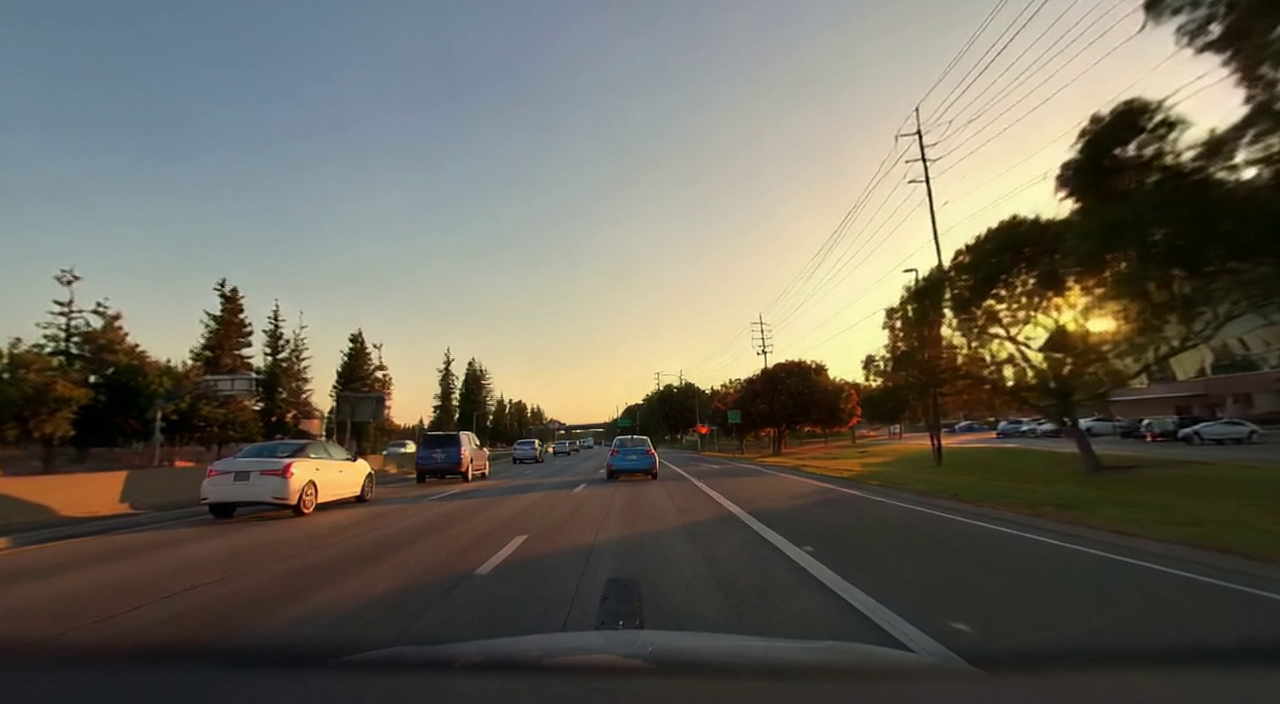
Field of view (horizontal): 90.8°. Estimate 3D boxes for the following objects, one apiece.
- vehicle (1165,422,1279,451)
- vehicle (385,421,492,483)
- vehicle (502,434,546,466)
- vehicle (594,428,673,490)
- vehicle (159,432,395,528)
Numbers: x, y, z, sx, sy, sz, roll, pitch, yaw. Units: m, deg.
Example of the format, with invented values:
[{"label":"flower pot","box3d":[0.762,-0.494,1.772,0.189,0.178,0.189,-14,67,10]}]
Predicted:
[{"label":"vehicle","box3d":[29.109,4.185,31.399,4.105,1.306,2.050,-1,-7,1]},{"label":"vehicle","box3d":[-6.886,3.487,22.247,2.144,1.905,4.967,0,-8,0]},{"label":"vehicle","box3d":[-6.802,5.792,37.422,1.914,1.756,4.179,0,-8,-1]},{"label":"vehicle","box3d":[-0.196,3.182,19.157,2.140,1.653,4.108,0,-8,-1]},{"label":"vehicle","box3d":[-6.619,2.350,12.276,1.900,1.483,4.547,0,-8,0]}]
